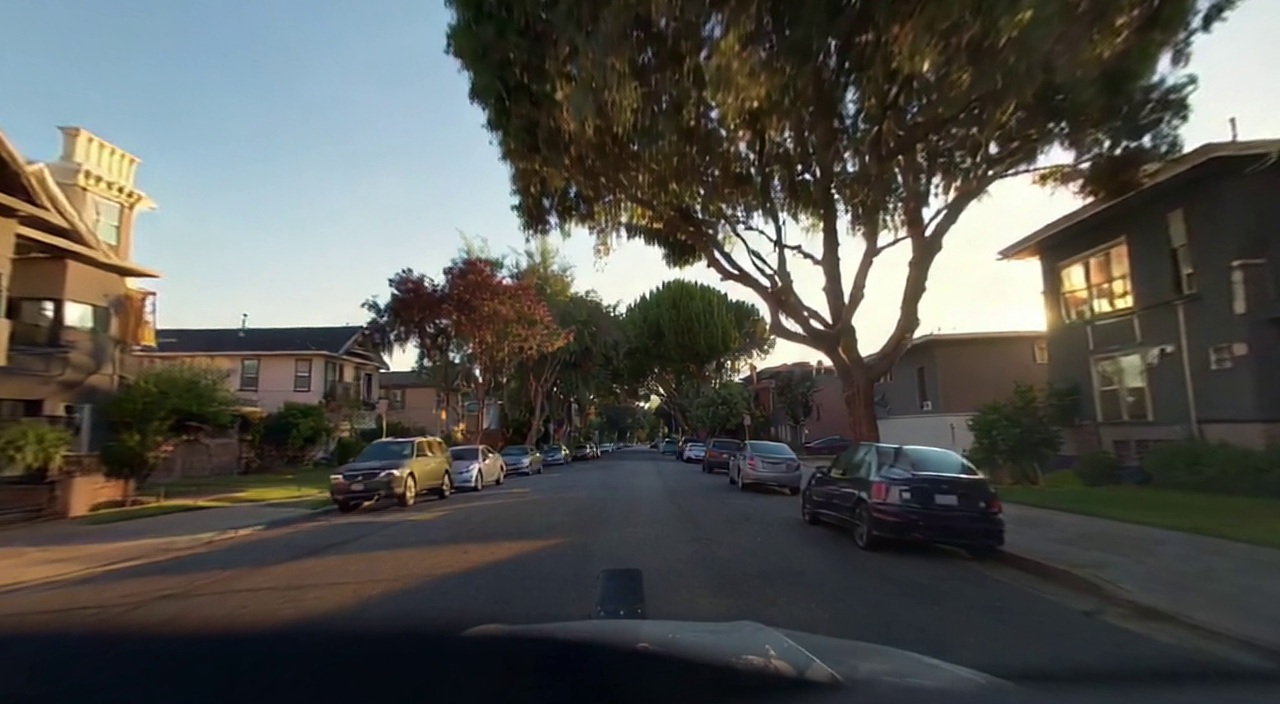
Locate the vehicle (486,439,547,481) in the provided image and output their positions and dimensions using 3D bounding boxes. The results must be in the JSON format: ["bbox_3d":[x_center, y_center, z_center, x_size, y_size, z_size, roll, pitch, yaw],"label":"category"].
[{"bbox_3d":[-5.655,4.968,29.465,1.901,1.475,4.425,-4,-6,0],"label":"vehicle"}]

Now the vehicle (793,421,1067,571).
[{"bbox_3d":[3.628,1.864,8.927,1.909,1.595,4.136,0,-8,0],"label":"vehicle"}]

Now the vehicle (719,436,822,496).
[{"bbox_3d":[3.562,3.209,18.127,1.881,1.482,4.531,0,-9,-2],"label":"vehicle"}]

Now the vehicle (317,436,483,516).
[{"bbox_3d":[-5.733,3.015,15.958,2.169,1.574,5.016,-3,-9,1],"label":"vehicle"}]

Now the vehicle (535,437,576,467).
[{"bbox_3d":[-5.634,6.725,42.476,2.106,1.760,4.573,-4,-9,-1],"label":"vehicle"}]
